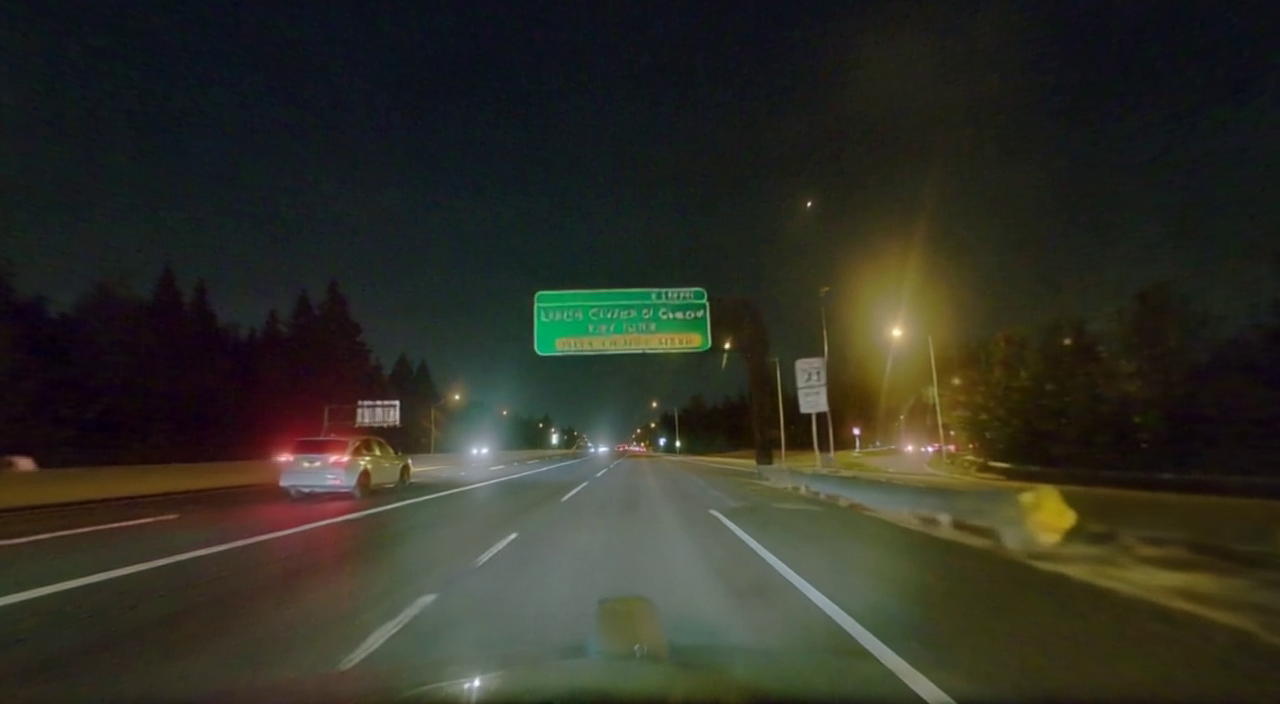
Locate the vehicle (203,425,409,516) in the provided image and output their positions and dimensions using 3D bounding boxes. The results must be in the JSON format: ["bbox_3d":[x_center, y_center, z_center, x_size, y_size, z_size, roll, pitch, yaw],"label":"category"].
[{"bbox_3d":[-7.572,2.729,15.064,2.231,1.807,4.758,0,-8,1],"label":"vehicle"}]
